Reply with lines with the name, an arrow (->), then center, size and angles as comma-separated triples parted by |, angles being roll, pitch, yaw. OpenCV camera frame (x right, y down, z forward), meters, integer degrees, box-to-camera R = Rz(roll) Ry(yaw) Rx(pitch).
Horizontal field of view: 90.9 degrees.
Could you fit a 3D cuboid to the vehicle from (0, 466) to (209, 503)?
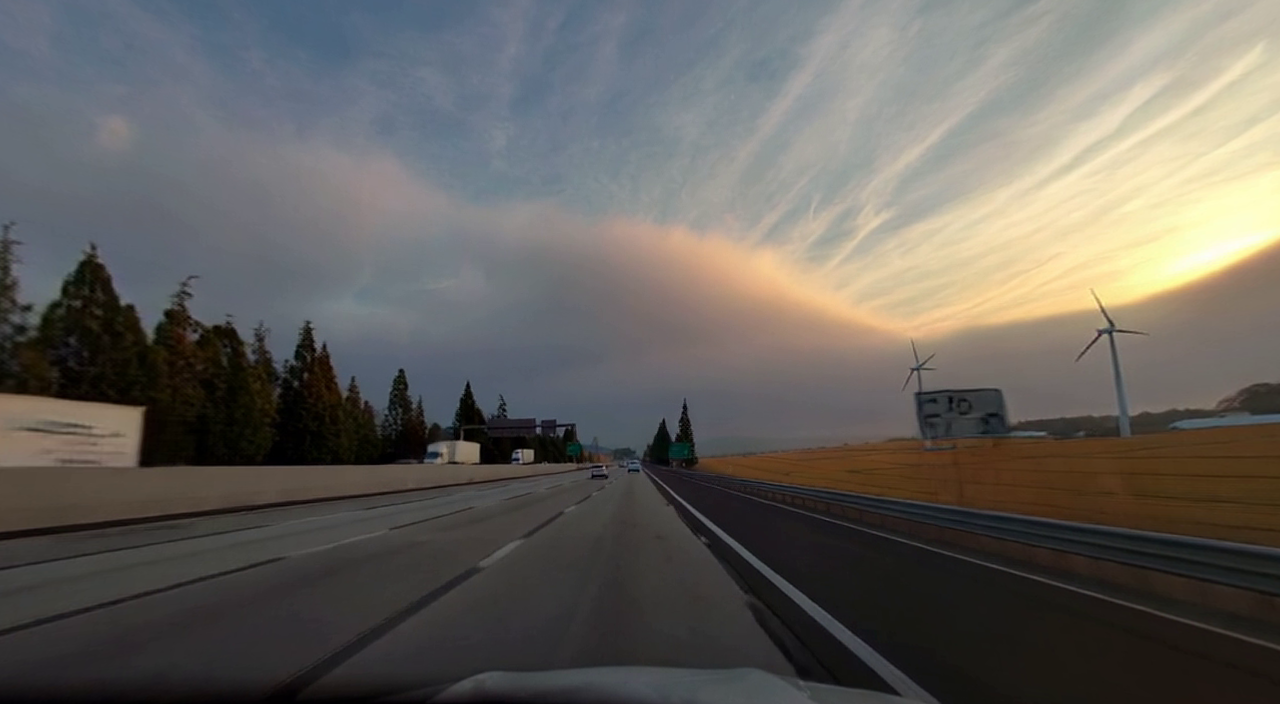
vehicle -> -23.394, 5.304, 25.778 | 2.915, 1.222, 12.550 | 1, -10, 0
